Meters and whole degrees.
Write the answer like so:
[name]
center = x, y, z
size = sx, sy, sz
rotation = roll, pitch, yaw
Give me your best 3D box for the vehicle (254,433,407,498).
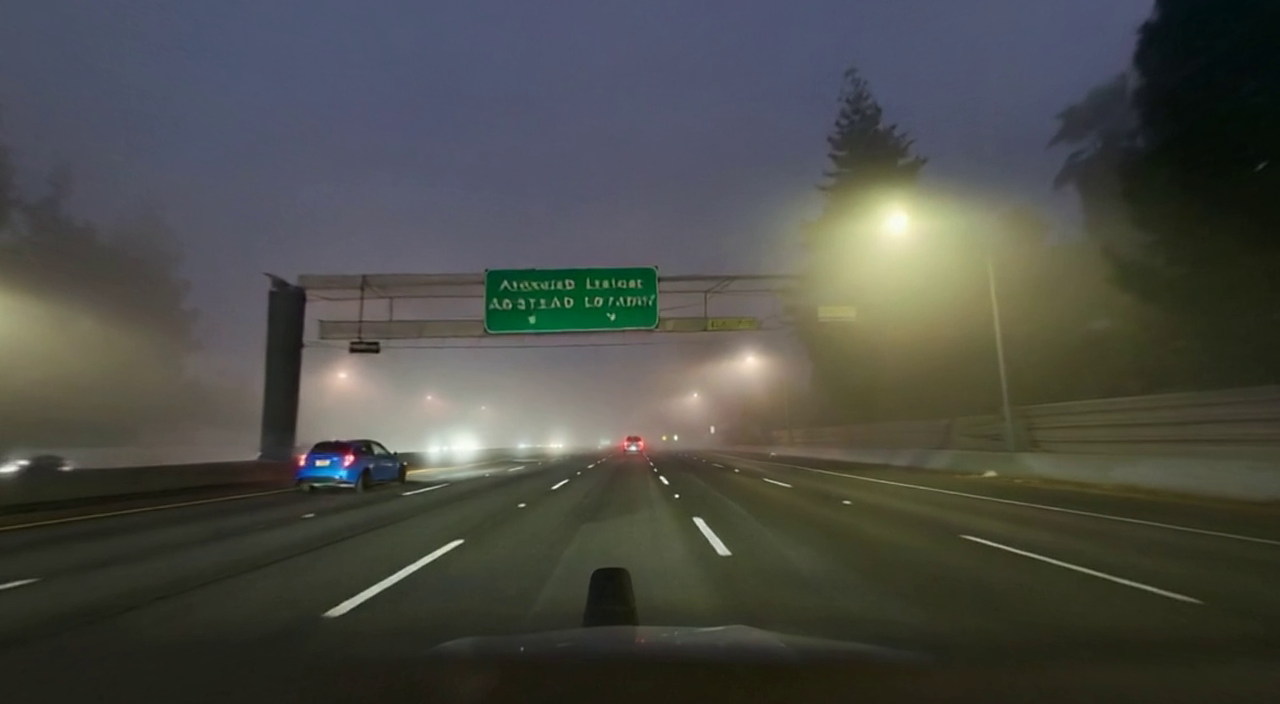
[vehicle]
center = -8.331, 3.083, 17.563
size = 1.971, 1.552, 4.465
rotation = 0, -8, 0
